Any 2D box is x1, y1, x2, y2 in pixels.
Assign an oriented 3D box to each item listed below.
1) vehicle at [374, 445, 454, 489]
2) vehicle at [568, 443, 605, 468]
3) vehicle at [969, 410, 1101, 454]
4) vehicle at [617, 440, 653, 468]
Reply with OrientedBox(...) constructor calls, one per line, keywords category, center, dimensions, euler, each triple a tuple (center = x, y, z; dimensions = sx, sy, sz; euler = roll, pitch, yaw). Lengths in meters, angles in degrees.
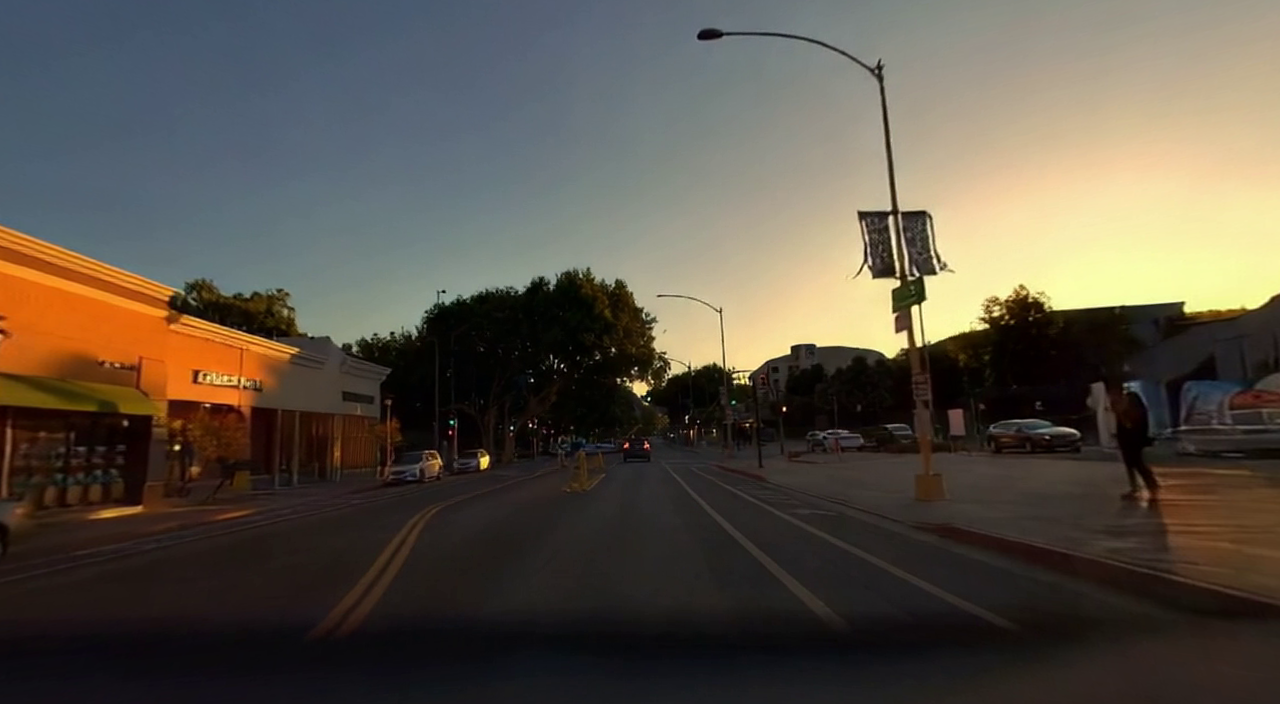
OrientedBox(category="vehicle", center=(-10.881, 5.523, 30.837), dimensions=(2.033, 1.930, 4.786), euler=(0, -8, 1))
OrientedBox(category="vehicle", center=(-3.203, 6.308, 38.730), dimensions=(1.987, 1.461, 4.228), euler=(0, -8, -1))
OrientedBox(category="vehicle", center=(16.697, 3.433, 26.887), dimensions=(4.135, 1.753, 2.122), euler=(0, -8, 2))
OrientedBox(category="vehicle", center=(-0.273, 6.229, 38.850), dimensions=(2.105, 1.611, 3.750), euler=(0, -8, 0))
